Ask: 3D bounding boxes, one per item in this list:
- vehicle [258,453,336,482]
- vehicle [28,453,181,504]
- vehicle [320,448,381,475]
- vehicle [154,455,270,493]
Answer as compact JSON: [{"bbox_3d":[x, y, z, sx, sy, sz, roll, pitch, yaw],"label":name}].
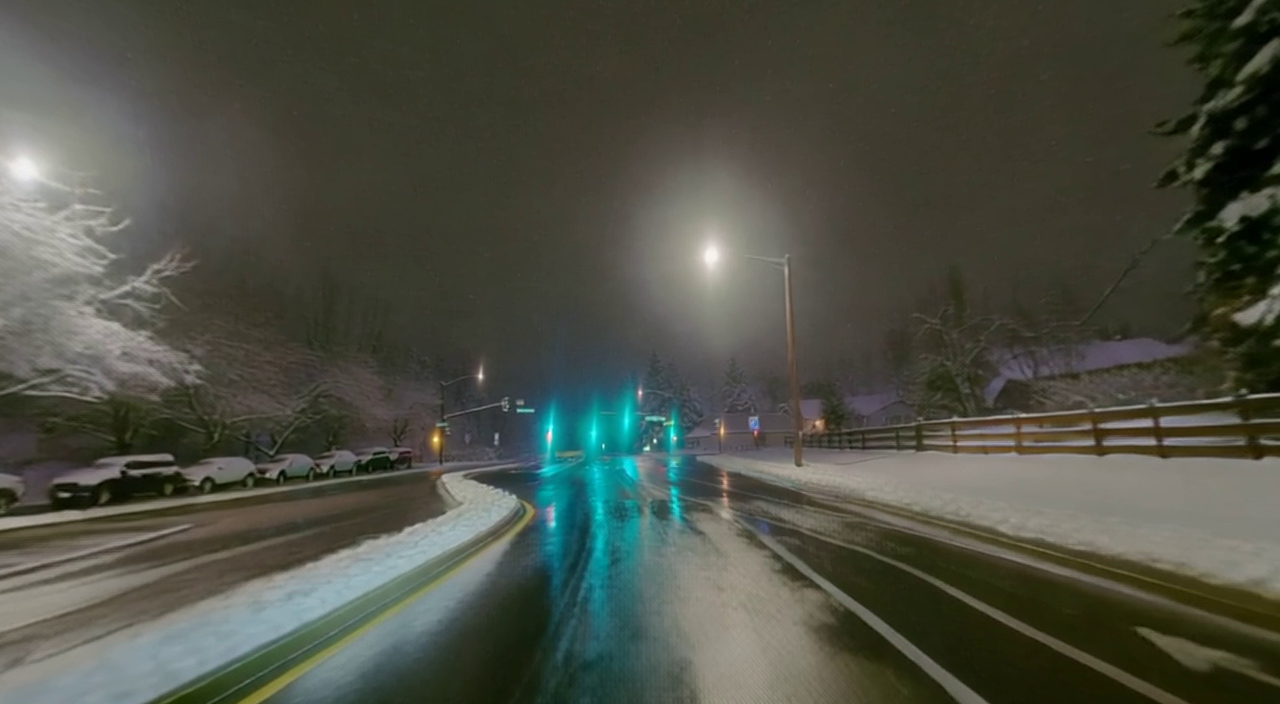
[{"bbox_3d":[-20.992,7.057,38.859,1.883,1.506,4.863,1,-8,2],"label":"vehicle"},{"bbox_3d":[-21.454,5.034,25.589,1.974,1.704,4.628,1,-8,2],"label":"vehicle"},{"bbox_3d":[-20.956,7.917,45.878,2.148,1.856,4.632,0,-8,2],"label":"vehicle"},{"bbox_3d":[-21.207,6.041,31.593,1.954,1.575,5.225,0,-8,3],"label":"vehicle"}]
